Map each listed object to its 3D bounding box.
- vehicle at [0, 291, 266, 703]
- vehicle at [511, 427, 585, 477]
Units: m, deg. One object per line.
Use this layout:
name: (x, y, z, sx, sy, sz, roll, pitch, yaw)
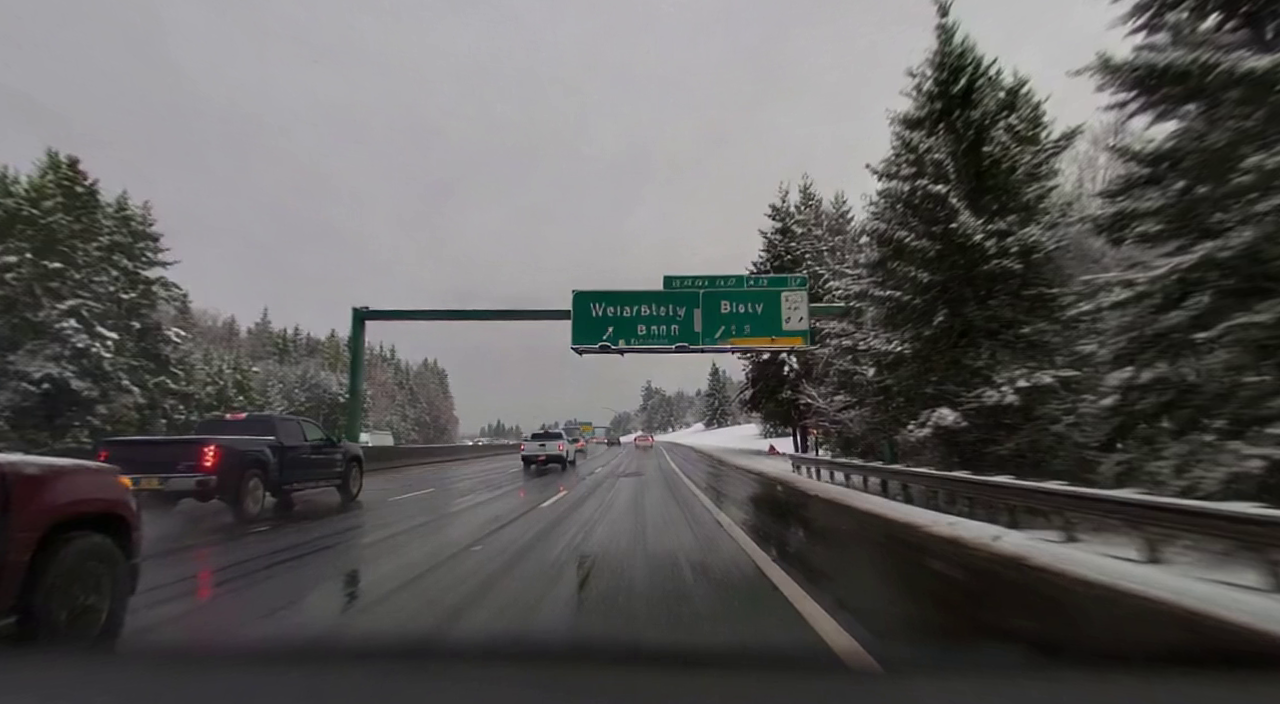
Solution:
vehicle: (-3.767, 0.631, 2.093, 2.079, 1.929, 4.748, 0, -8, 0)
vehicle: (-3.558, 3.995, 25.270, 2.142, 1.789, 5.009, 0, -8, 1)
